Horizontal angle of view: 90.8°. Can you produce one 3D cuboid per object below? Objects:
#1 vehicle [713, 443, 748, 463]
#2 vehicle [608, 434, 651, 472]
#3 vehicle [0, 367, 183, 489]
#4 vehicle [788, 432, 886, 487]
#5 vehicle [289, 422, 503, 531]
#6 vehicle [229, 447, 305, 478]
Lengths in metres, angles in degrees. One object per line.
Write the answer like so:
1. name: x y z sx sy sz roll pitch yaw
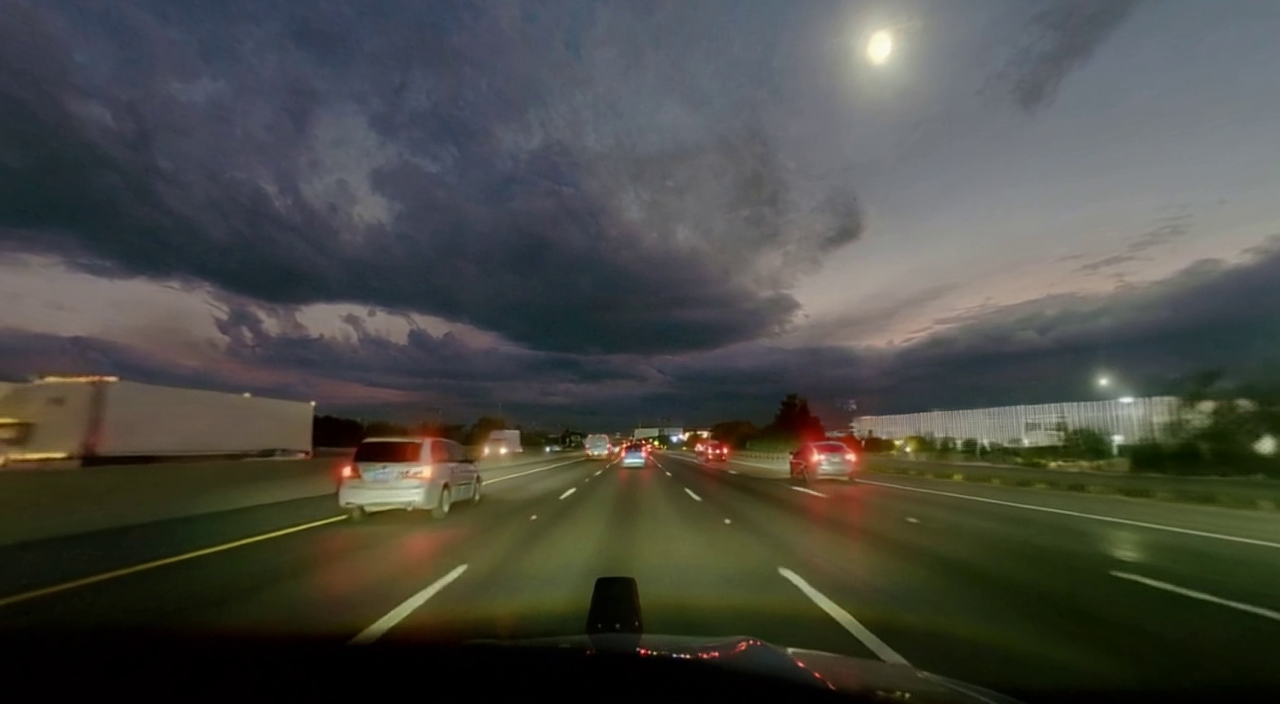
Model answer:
1. vehicle: 6.672 7.494 46.909 1.879 1.428 4.402 0 -9 -1
2. vehicle: -0.460 5.091 31.924 2.002 1.759 4.658 0 -9 0
3. vehicle: -21.369 2.913 23.264 2.997 3.767 7.799 0 -9 0
4. vehicle: 6.551 3.617 21.560 1.944 1.666 4.184 0 -9 -1
5. vehicle: -4.200 2.238 11.929 2.126 1.631 4.643 0 -9 1
6. vehicle: -17.453 5.170 29.716 1.540 1.346 3.266 0 -9 0
